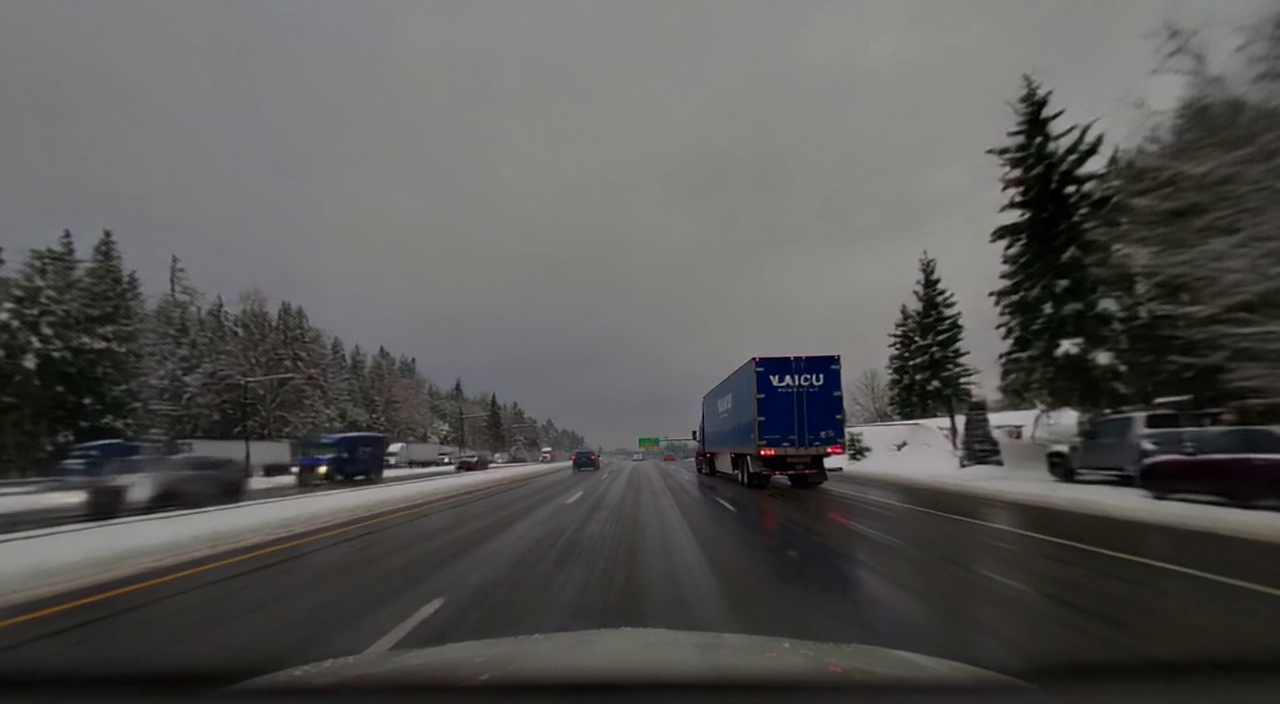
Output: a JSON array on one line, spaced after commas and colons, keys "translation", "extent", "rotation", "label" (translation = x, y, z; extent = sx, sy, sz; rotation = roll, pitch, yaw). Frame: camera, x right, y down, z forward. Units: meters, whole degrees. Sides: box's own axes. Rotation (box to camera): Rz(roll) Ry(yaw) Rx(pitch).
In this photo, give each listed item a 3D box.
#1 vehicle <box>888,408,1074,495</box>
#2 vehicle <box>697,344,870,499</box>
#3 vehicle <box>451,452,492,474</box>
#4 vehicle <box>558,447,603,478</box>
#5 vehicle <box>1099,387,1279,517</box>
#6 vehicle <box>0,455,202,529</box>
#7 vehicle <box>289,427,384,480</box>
[{"translation": [18.643, 5.729, 36.430], "extent": [2.828, 3.967, 14.191], "rotation": [1, -9, 0], "label": "vehicle"}, {"translation": [4.397, 2.902, 23.729], "extent": [2.847, 4.075, 14.244], "rotation": [0, -9, -1], "label": "vehicle"}, {"translation": [-12.216, 8.068, 45.957], "extent": [1.793, 1.455, 4.263], "rotation": [0, -8, 0], "label": "vehicle"}, {"translation": [-3.265, 6.149, 35.401], "extent": [2.107, 1.626, 4.804], "rotation": [0, -9, -1], "label": "vehicle"}, {"translation": [17.731, 2.716, 17.160], "extent": [2.809, 3.269, 10.050], "rotation": [0, -9, 0], "label": "vehicle"}, {"translation": [-12.314, 3.091, 14.453], "extent": [1.741, 1.414, 3.887], "rotation": [0, -9, -1], "label": "vehicle"}, {"translation": [-20.028, 6.761, 42.214], "extent": [2.593, 3.234, 7.371], "rotation": [0, -9, 0], "label": "vehicle"}]
